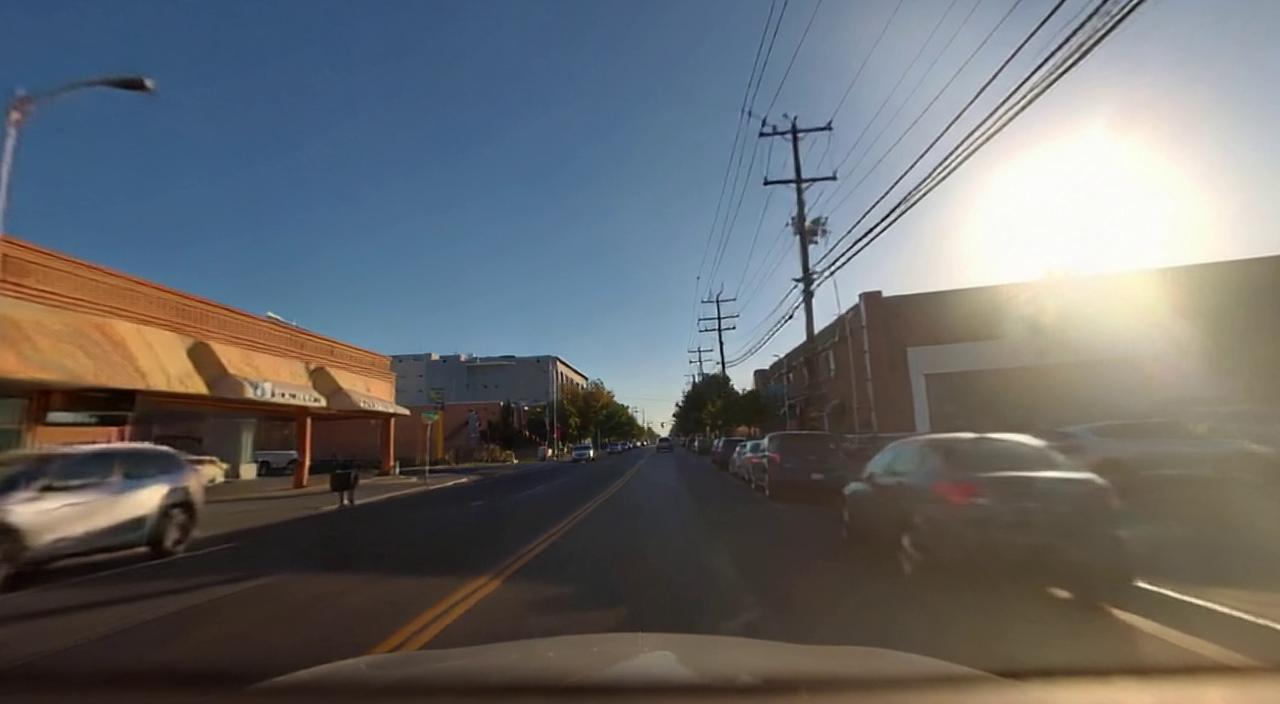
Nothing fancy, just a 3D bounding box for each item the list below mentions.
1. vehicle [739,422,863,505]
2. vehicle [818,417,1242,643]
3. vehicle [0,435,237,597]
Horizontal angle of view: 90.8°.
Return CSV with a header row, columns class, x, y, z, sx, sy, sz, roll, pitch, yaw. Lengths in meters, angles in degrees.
class,x,y,z,sx,sy,sz,roll,pitch,yaw
vehicle,3.994,2.856,16.611,1.952,1.849,4.837,0,-8,0
vehicle,3.333,1.544,6.812,2.261,1.503,4.695,-2,-8,10
vehicle,-8.195,2.174,8.924,1.972,1.818,4.334,-2,-9,3
